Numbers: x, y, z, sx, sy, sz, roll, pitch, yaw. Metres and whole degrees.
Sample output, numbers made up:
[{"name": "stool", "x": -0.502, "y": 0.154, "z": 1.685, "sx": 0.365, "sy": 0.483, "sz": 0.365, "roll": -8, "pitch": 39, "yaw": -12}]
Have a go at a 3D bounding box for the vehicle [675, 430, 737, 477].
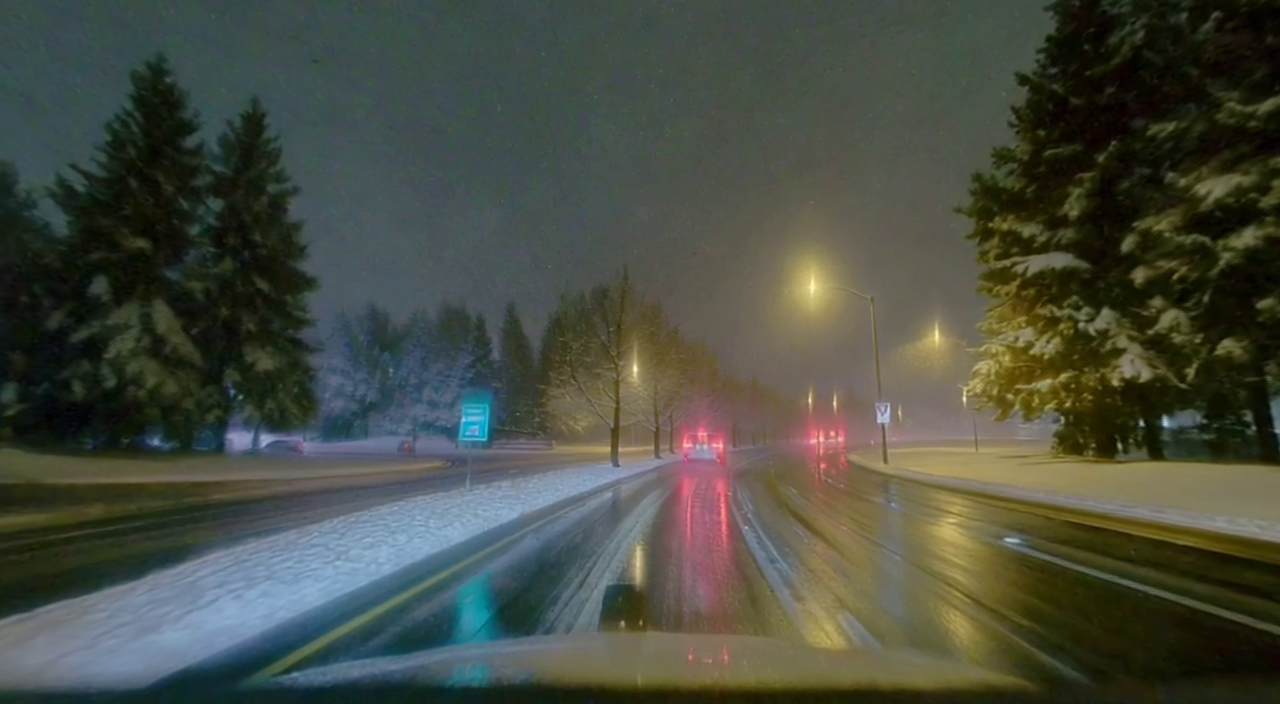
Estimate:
[{"name": "vehicle", "x": 3.151, "y": 4.616, "z": 28.873, "sx": 2.371, "sy": 1.926, "sz": 5.615, "roll": -1, "pitch": -9, "yaw": 10}]
